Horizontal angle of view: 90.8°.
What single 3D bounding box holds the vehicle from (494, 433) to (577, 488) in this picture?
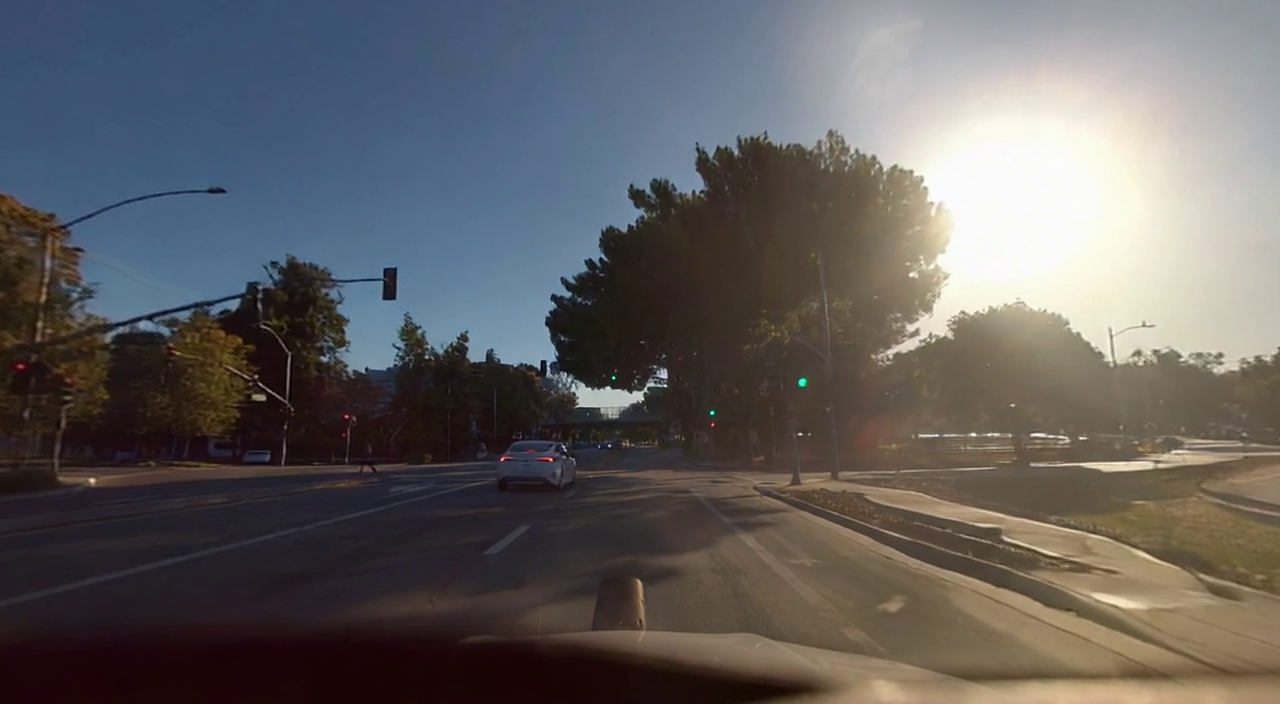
[{"bbox_3d":[-3.339,3.576,21.129,2.076,1.599,4.483,0,-9,-1],"label":"vehicle"}]
